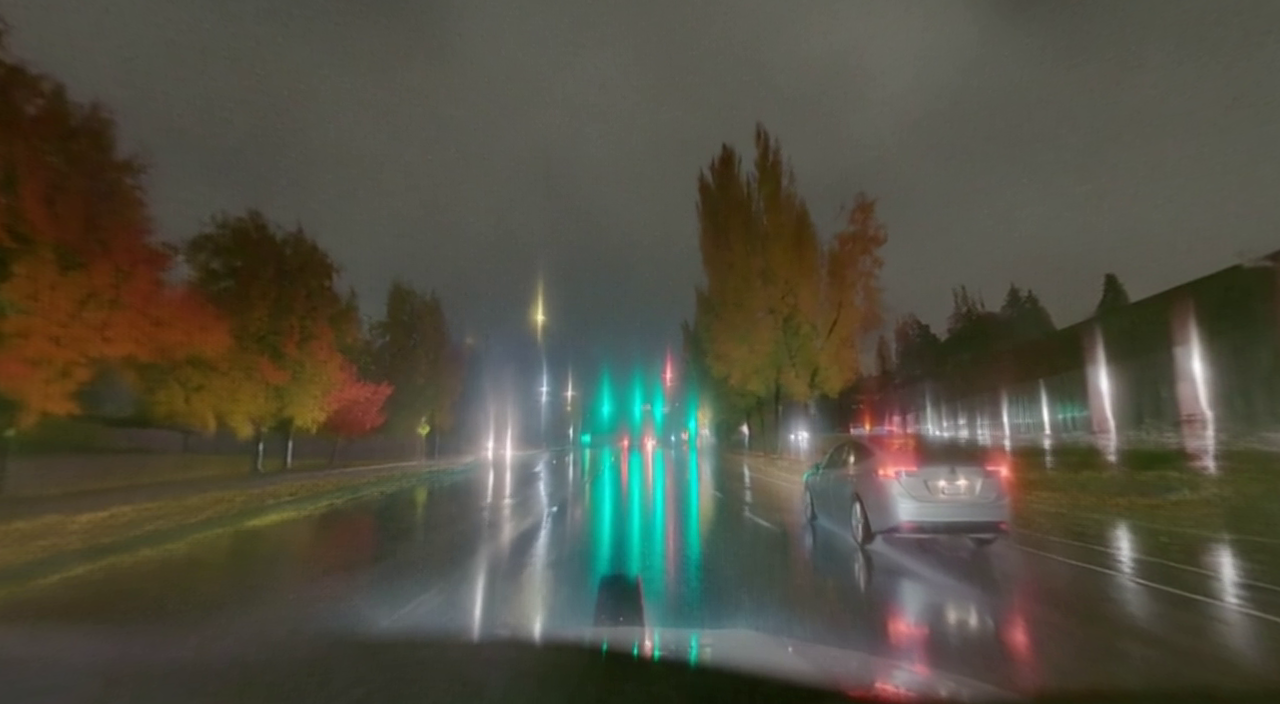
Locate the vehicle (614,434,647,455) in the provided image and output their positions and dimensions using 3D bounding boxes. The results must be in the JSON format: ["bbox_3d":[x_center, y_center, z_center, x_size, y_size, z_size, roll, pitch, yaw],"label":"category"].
[{"bbox_3d":[-0.738,6.875,46.711,2.055,1.484,4.143,1,-9,-6],"label":"vehicle"}]

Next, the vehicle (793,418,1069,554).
[{"bbox_3d":[3.917,1.887,9.560,2.063,1.542,4.420,0,-9,0],"label":"vehicle"}]
